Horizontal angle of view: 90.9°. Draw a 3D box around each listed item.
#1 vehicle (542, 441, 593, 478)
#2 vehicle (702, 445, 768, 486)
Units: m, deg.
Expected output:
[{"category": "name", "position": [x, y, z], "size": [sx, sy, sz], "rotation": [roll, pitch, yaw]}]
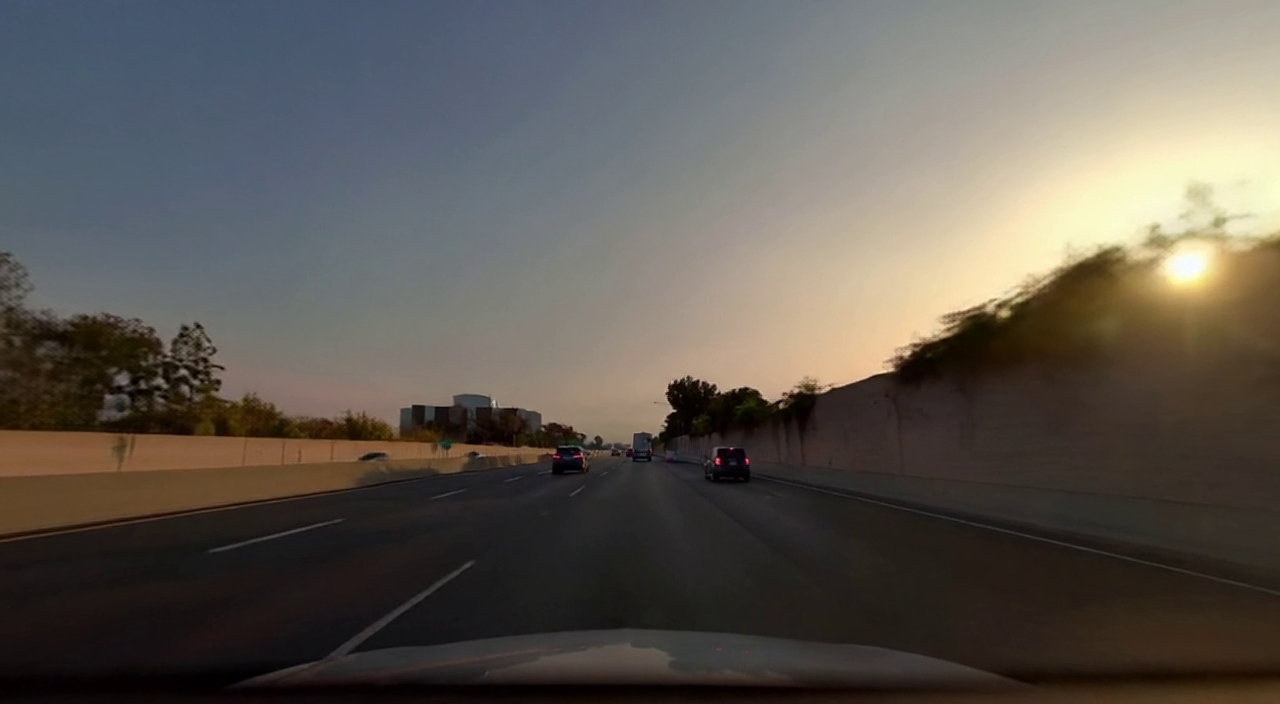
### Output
[{"category": "vehicle", "position": [-3.724, 5.612, 33.086], "size": [2.014, 1.811, 4.369], "rotation": [0, -9, 2]}, {"category": "vehicle", "position": [3.838, 4.668, 26.267], "size": [1.973, 1.536, 4.337], "rotation": [0, -9, -2]}]
